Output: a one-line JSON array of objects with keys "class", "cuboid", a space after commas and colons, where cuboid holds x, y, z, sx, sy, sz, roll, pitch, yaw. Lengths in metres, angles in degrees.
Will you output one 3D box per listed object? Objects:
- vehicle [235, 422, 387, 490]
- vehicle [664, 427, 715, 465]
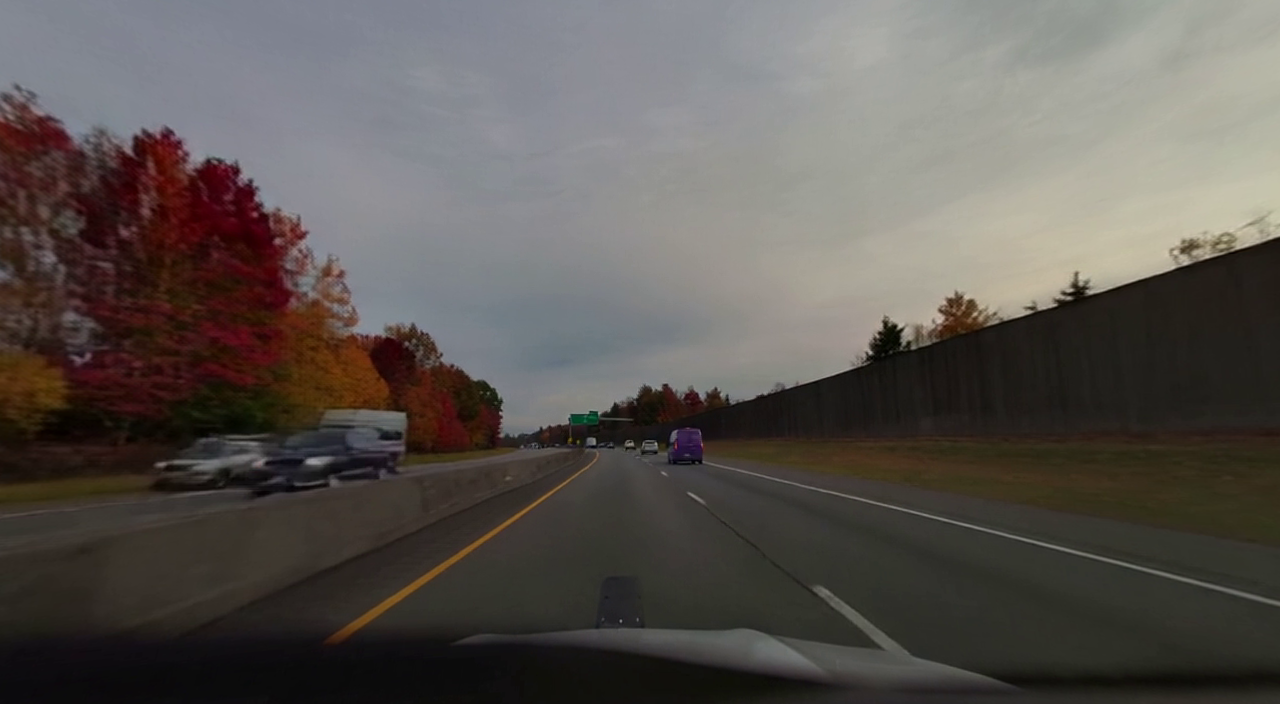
[{"class": "vehicle", "cuboid": [-8.167, 2.613, 16.108, 1.797, 1.509, 3.905, 1, -8, -1]}, {"class": "vehicle", "cuboid": [2.840, 5.536, 37.223, 2.393, 2.072, 4.958, 1, -8, -3]}]
